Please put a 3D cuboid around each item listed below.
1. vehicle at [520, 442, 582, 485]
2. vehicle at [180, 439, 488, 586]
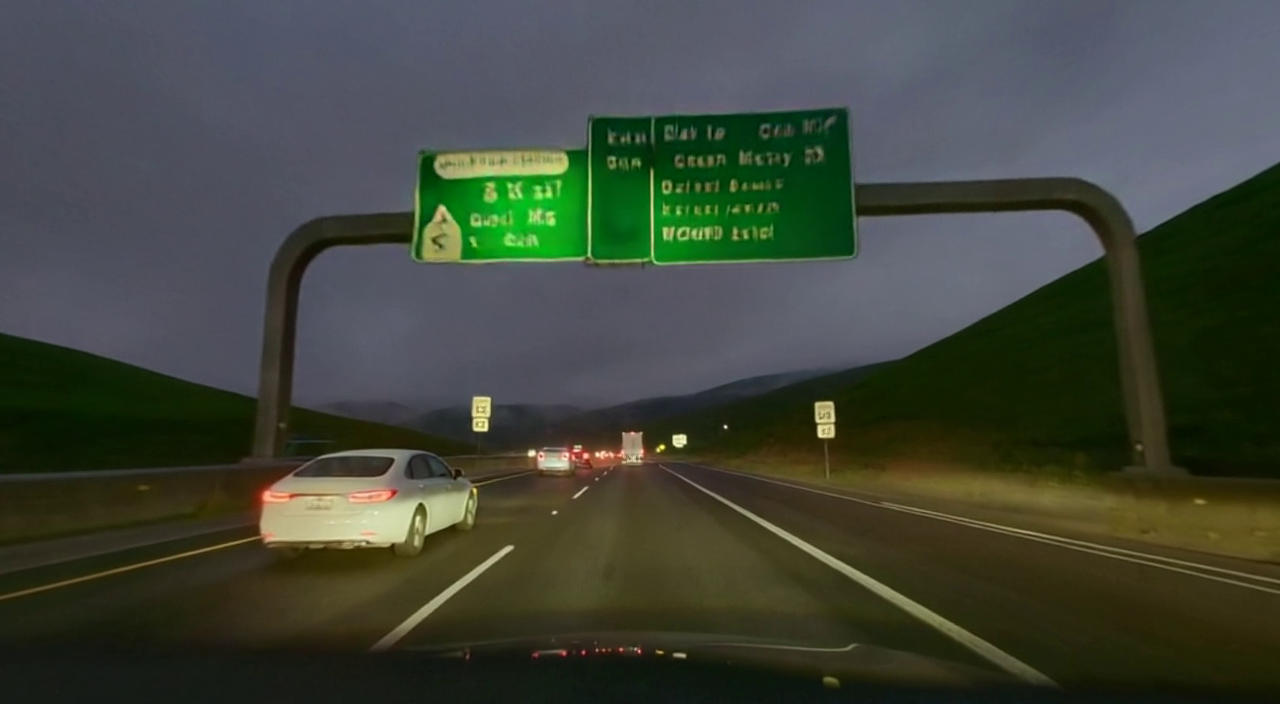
[{"bbox_3d":[-3.799,4.820,27.570,2.073,1.694,4.162,0,-9,0],"label":"vehicle"},{"bbox_3d":[-3.596,1.960,8.598,1.988,1.440,4.504,0,-9,-1],"label":"vehicle"}]
